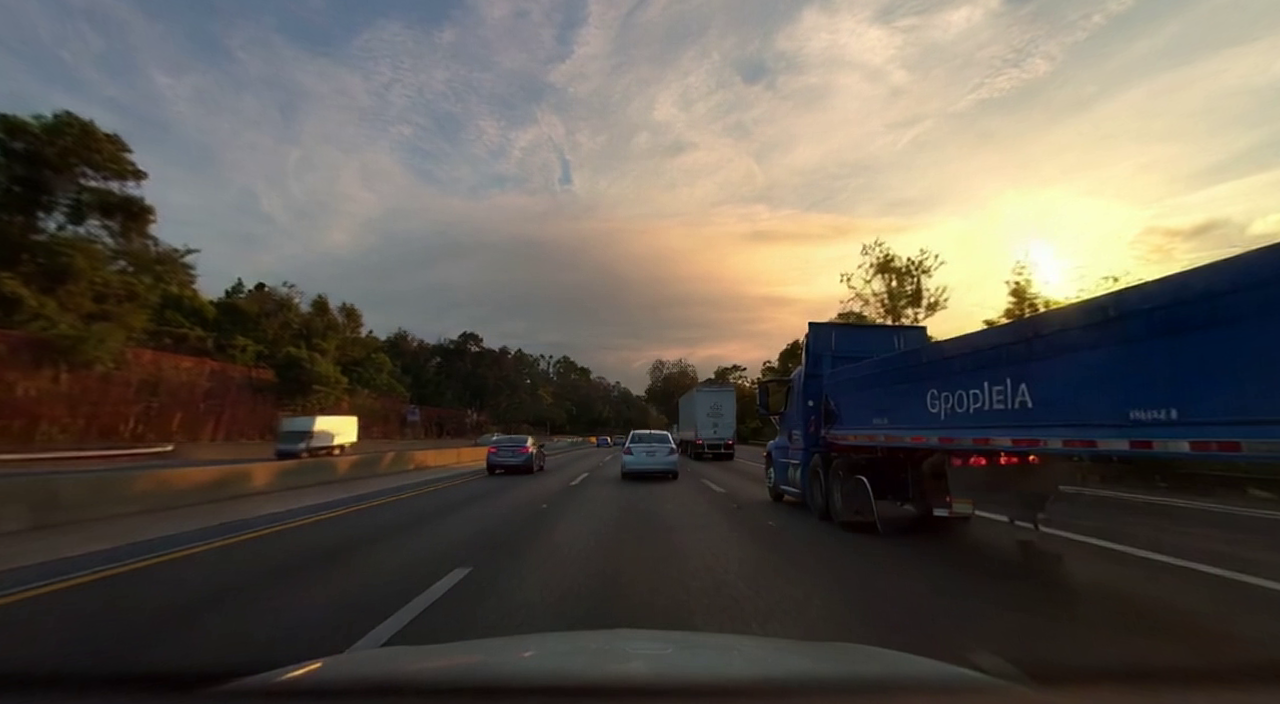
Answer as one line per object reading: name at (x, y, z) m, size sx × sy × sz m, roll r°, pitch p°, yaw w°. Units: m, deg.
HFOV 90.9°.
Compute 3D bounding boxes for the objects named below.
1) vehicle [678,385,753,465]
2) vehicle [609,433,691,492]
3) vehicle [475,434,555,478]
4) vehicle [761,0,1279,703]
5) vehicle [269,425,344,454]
vehicle at (4.253, 4.646, 39.082) m, size 2.869 × 4.067 × 13.731 m, roll 0°, pitch -8°, yaw 0°
vehicle at (0.238, 2.988, 17.478) m, size 2.021 × 1.435 × 3.611 m, roll 0°, pitch -8°, yaw -1°
vehicle at (-4.522, 3.799, 23.475) m, size 2.048 × 1.452 × 4.430 m, roll 0°, pitch -8°, yaw 0°
vehicle at (4.266, 0.204, 6.733) m, size 2.816 × 4.070 × 14.136 m, roll 0°, pitch -8°, yaw -1°
vehicle at (-17.492, 4.609, 33.247) m, size 1.805 × 1.437 × 3.799 m, roll 0°, pitch -7°, yaw 2°
